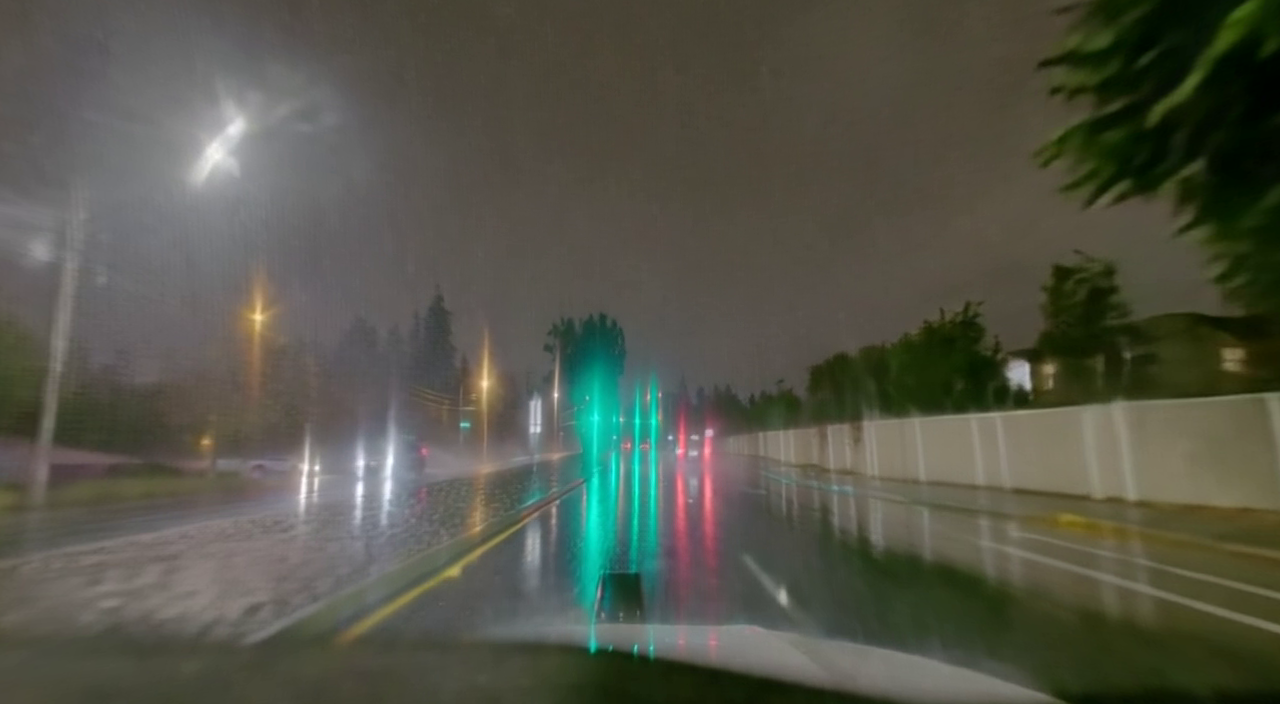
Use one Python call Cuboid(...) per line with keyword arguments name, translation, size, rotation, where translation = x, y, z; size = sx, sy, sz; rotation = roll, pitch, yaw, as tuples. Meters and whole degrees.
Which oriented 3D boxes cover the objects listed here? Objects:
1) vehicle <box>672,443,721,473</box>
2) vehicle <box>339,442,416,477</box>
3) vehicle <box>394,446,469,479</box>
Cuboid(name="vehicle", translation=(2.885, 5.525, 33.043), size=(2.105, 1.490, 4.008), rotation=(0, -9, -2))
Cuboid(name="vehicle", translation=(-13.399, 5.517, 32.487), size=(2.036, 1.645, 4.468), rotation=(0, -9, 0))
Cuboid(name="vehicle", translation=(-9.447, 5.027, 28.922), size=(1.833, 1.420, 4.327), rotation=(0, -9, 2))
